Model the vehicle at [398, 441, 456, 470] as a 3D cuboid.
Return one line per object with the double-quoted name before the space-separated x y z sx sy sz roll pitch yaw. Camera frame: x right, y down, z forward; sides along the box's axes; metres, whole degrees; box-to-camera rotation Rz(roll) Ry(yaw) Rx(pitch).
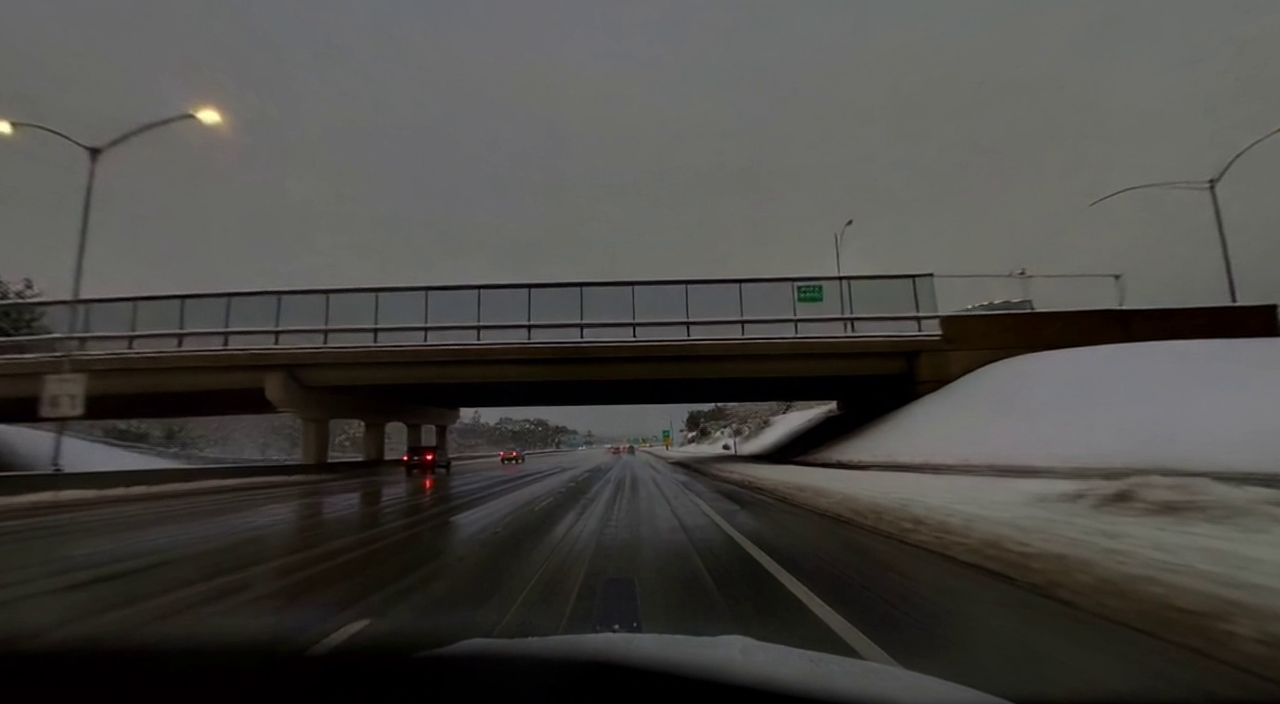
"vehicle" -14.231 6.951 42.562 2.049 1.792 5.177 0 -9 0
